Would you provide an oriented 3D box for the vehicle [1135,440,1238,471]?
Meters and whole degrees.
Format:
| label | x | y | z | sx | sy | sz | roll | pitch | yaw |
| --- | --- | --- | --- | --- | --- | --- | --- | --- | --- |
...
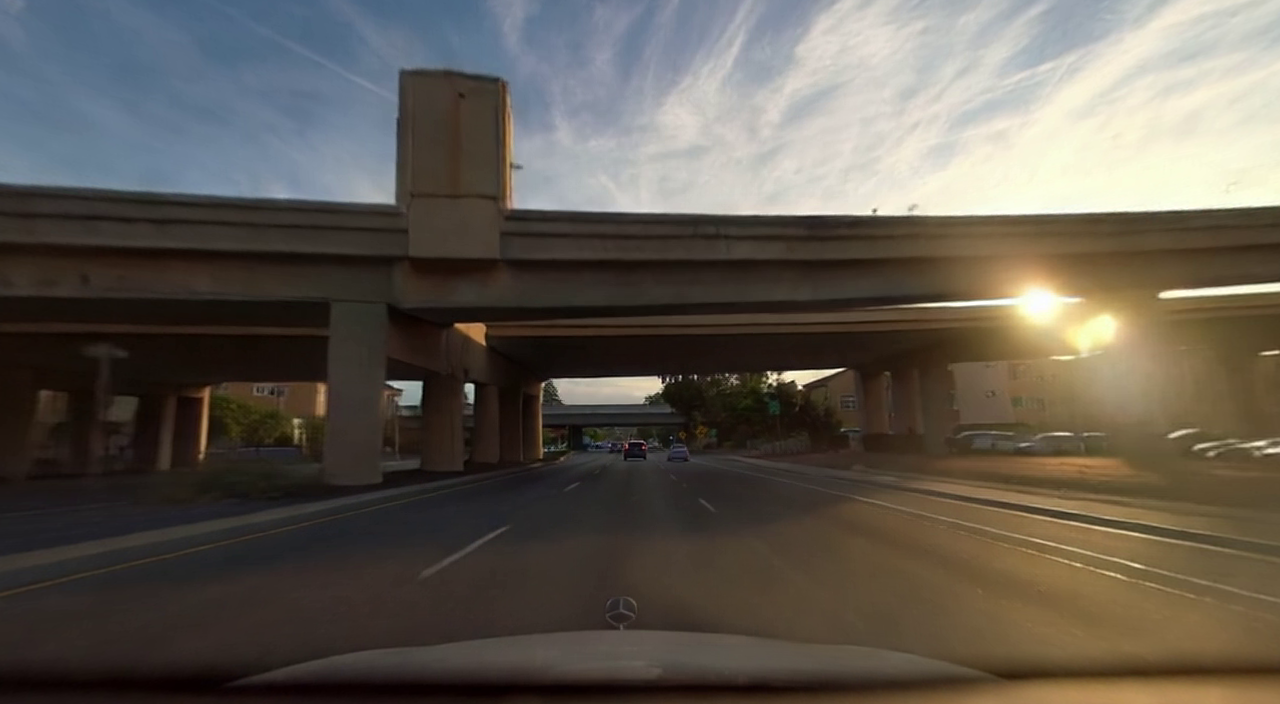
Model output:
| label | x | y | z | sx | sy | sz | roll | pitch | yaw |
| --- | --- | --- | --- | --- | --- | --- | --- | --- | --- |
| vehicle | 33.672 | 6.356 | 39.001 | 4.571 | 1.685 | 2.006 | -1 | -9 | -4 |
